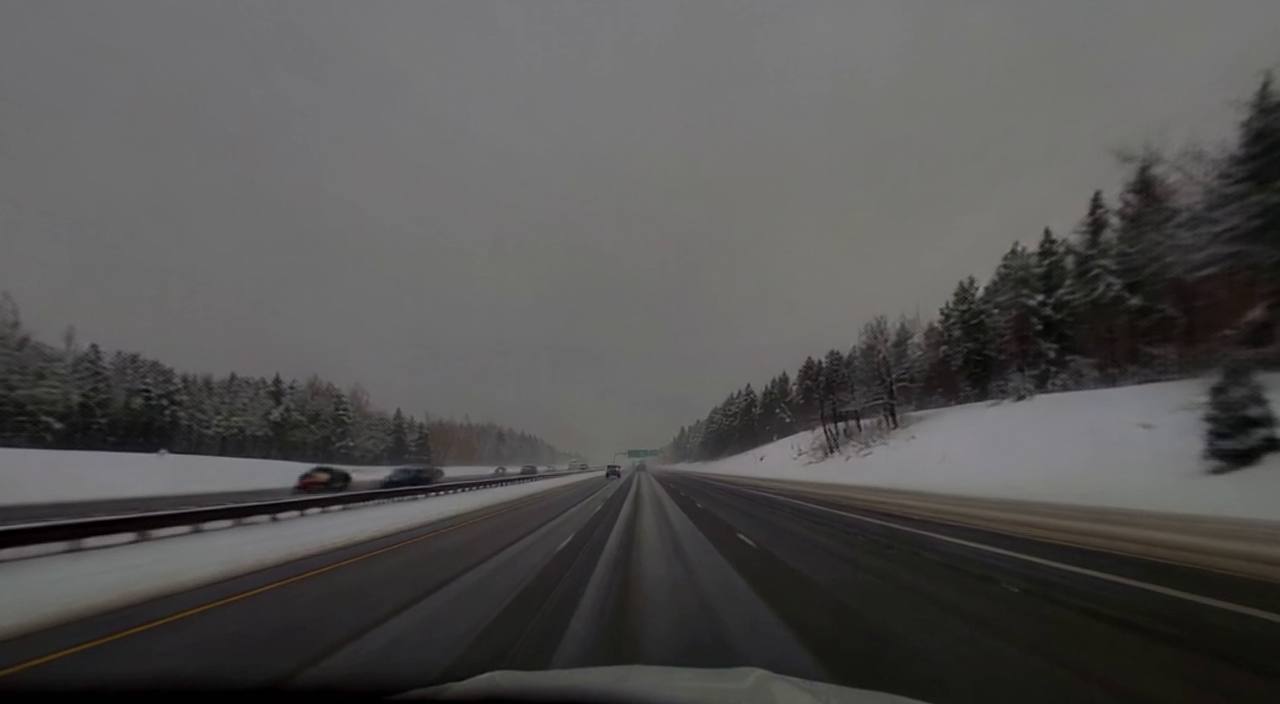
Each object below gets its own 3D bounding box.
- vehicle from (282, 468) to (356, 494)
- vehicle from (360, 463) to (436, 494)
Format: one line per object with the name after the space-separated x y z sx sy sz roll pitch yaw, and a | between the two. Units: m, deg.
-19.605 7.886 38.595 2.040 1.461 4.505 1 -10 1 | vehicle
-12.669 6.657 33.249 2.158 1.473 4.511 1 -10 1 | vehicle
